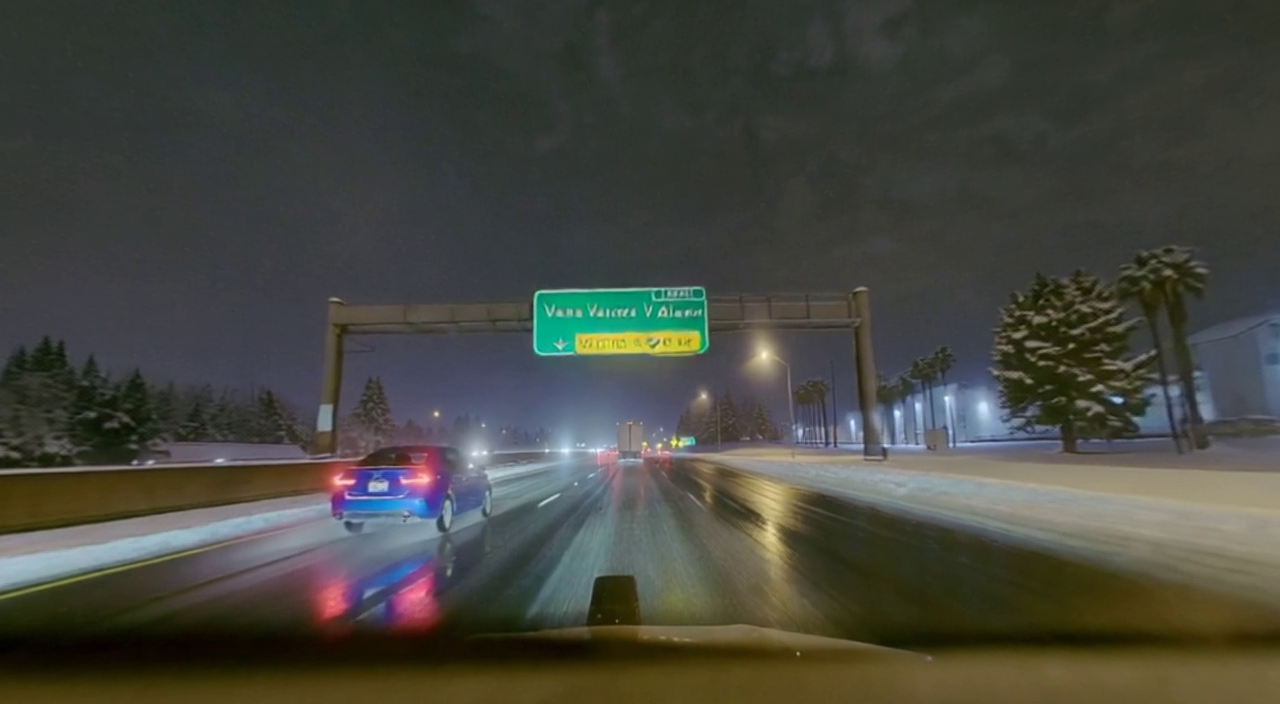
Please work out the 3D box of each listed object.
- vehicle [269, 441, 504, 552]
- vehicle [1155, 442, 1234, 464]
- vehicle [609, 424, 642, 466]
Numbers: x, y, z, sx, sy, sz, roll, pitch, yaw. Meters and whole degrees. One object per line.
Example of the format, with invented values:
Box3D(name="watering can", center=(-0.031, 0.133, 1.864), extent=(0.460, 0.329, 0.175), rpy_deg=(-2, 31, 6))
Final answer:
Box3D(name="vehicle", center=(-3.836, 2.243, 10.567), extent=(2.097, 1.447, 4.291), rpy_deg=(0, -8, 1))
Box3D(name="vehicle", center=(43.116, 7.844, 49.145), extent=(4.395, 1.574, 1.911), rpy_deg=(0, -9, -3))
Box3D(name="vehicle", center=(-1.128, 7.147, 48.349), extent=(2.364, 2.953, 6.495), rpy_deg=(0, -8, -2))
